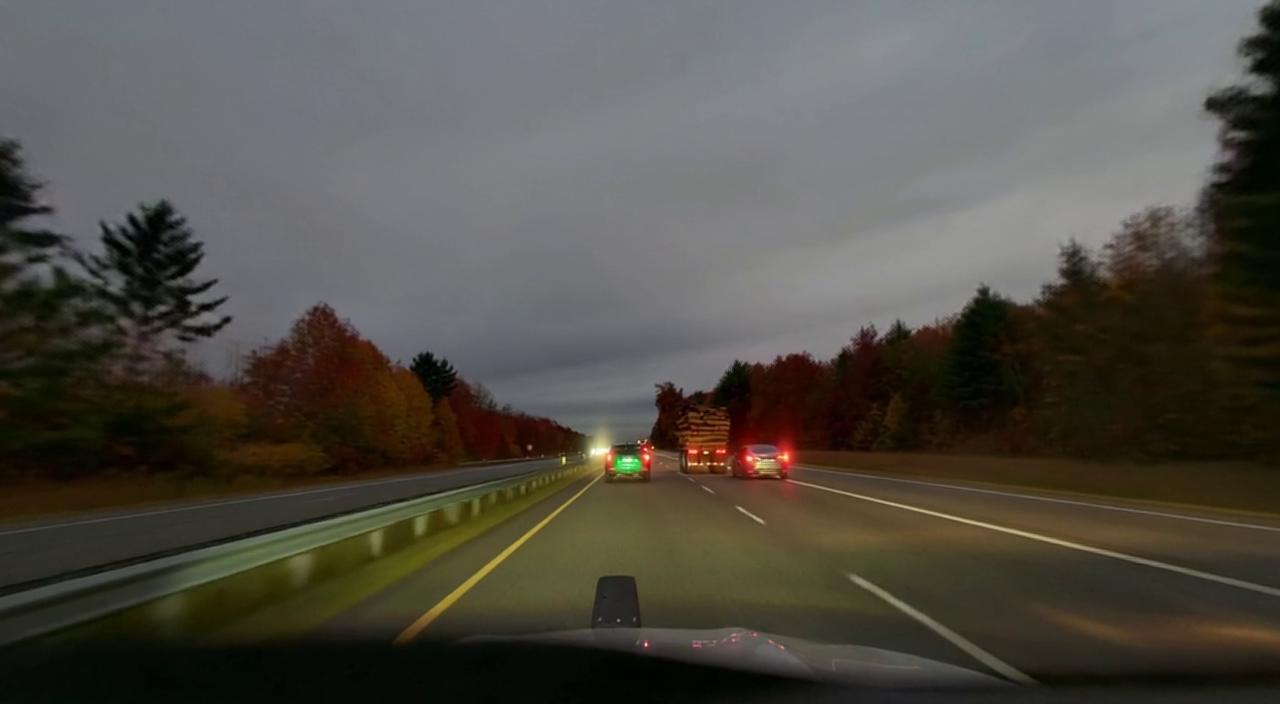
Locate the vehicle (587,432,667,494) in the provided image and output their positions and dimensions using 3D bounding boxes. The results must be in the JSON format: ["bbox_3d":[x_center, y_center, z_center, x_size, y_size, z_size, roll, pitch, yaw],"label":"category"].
[{"bbox_3d":[-0.401,3.435,19.665,2.263,1.699,3.936,0,-9,-1],"label":"vehicle"}]

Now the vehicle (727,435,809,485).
[{"bbox_3d":[4.693,4.041,23.721,2.057,1.660,4.525,0,-9,-1],"label":"vehicle"}]

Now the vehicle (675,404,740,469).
[{"bbox_3d":[4.317,5.740,42.259,3.125,3.895,8.461,0,-9,-2],"label":"vehicle"}]
